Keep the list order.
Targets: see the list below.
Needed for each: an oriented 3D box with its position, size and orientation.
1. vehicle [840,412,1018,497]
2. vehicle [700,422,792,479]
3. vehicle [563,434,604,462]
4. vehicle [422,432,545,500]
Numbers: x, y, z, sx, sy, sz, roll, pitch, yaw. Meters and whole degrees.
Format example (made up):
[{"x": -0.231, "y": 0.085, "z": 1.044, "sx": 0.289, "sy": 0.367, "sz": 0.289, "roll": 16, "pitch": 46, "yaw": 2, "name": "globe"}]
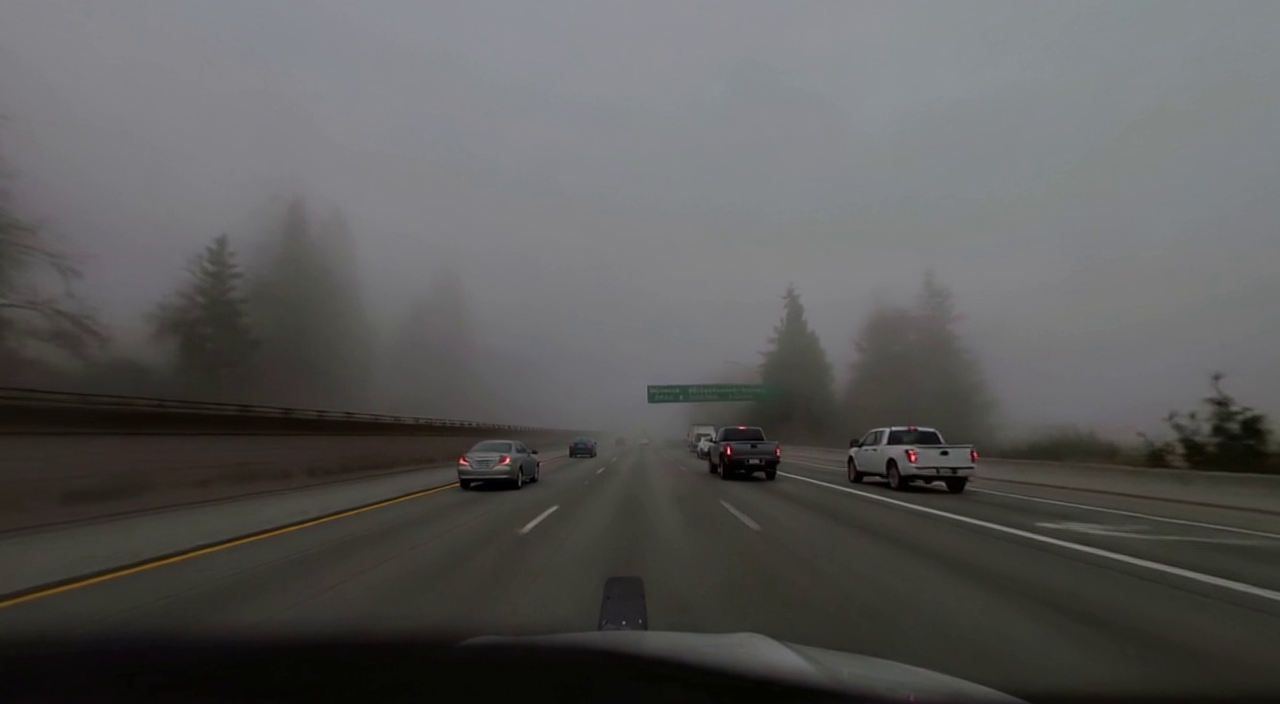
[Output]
[{"x": 7.686, "y": 2.827, "z": 17.685, "sx": 2.291, "sy": 1.968, "sz": 5.662, "roll": 0, "pitch": -8, "yaw": 0, "name": "vehicle"}, {"x": 3.861, "y": 3.767, "z": 24.283, "sx": 2.517, "sy": 1.935, "sz": 5.552, "roll": 0, "pitch": -8, "yaw": -1, "name": "vehicle"}, {"x": -3.375, "y": 5.844, "z": 38.408, "sx": 2.020, "sy": 1.628, "sz": 4.248, "roll": 0, "pitch": -8, "yaw": 2, "name": "vehicle"}, {"x": -3.738, "y": 2.801, "z": 15.914, "sx": 1.978, "sy": 1.473, "sz": 4.073, "roll": 0, "pitch": -8, "yaw": 1, "name": "vehicle"}]
